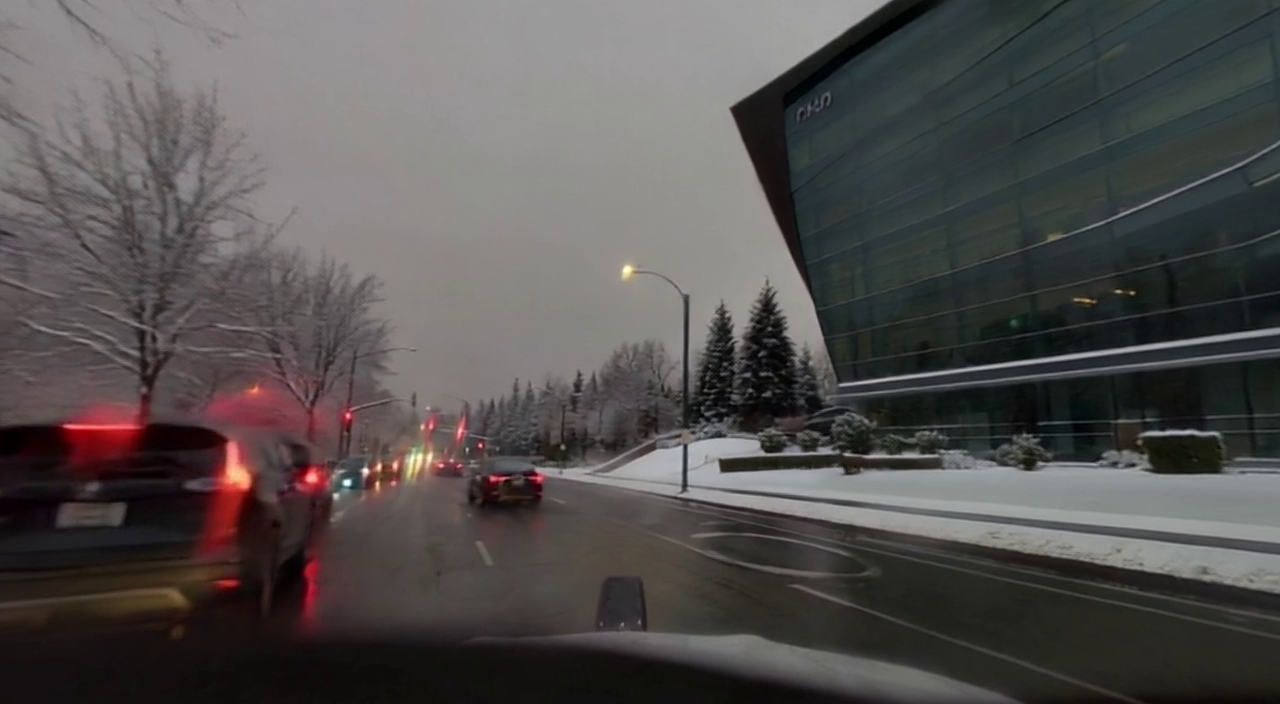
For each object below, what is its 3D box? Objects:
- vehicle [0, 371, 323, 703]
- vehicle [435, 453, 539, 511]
[{"bbox_3d":[-4.135,1.366,5.515,2.275,1.819,4.883,4,-10,-26],"label":"vehicle"},{"bbox_3d":[-4.956,3.987,19.748,2.205,1.537,4.895,6,-11,-24],"label":"vehicle"}]
